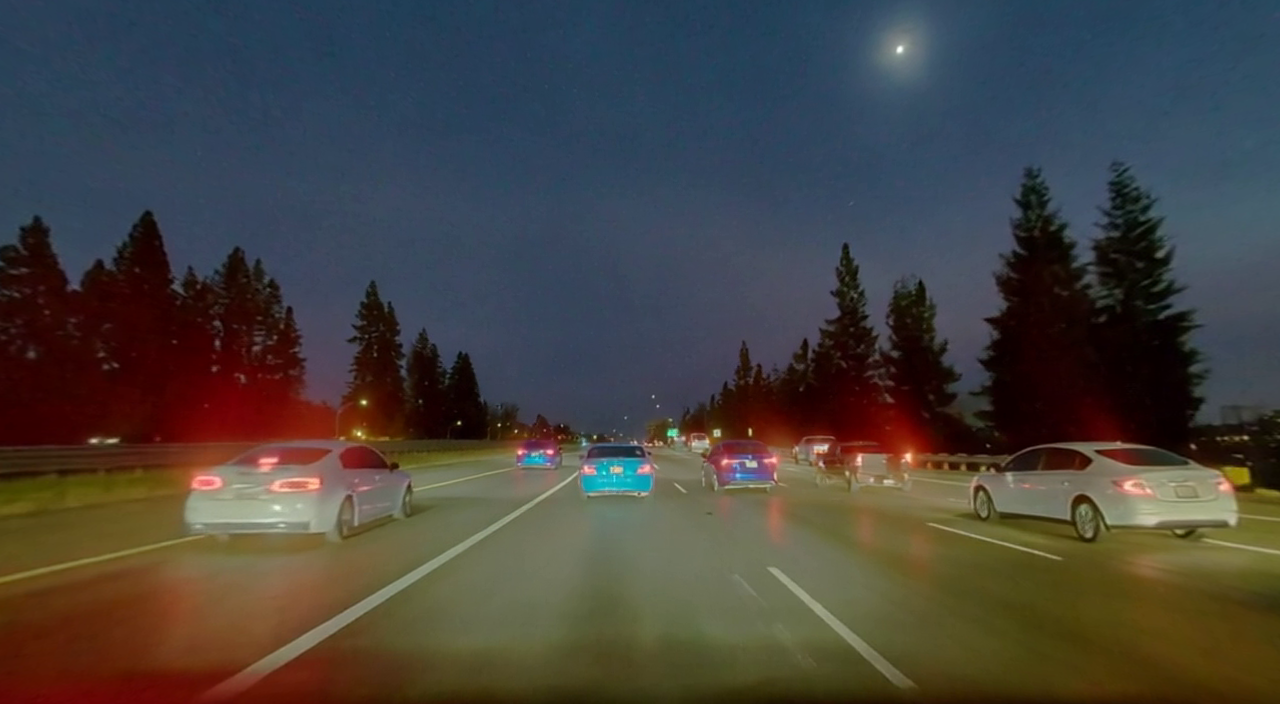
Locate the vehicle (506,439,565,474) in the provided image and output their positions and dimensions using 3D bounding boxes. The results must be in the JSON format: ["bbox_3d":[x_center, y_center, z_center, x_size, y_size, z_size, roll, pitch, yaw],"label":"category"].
[{"bbox_3d":[-4.983,5.088,30.837,2.071,1.537,4.912,0,-9,0],"label":"vehicle"}]

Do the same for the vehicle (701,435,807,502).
[{"bbox_3d":[2.855,3.045,16.820,1.975,1.532,4.227,1,-9,-1],"label":"vehicle"}]

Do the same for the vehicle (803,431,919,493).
[{"bbox_3d":[6.851,3.458,20.132,2.022,1.735,4.400,1,-9,-1],"label":"vehicle"}]

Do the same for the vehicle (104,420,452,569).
[{"bbox_3d":[-4.504,1.851,9.072,1.971,1.505,5.035,0,-9,1],"label":"vehicle"}]

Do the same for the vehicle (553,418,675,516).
[{"bbox_3d":[-0.475,2.362,13.334,2.181,1.728,3.970,0,-9,0],"label":"vehicle"}]

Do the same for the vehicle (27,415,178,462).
[{"bbox_3d":[-22.832,3.738,27.092,2.132,1.811,4.901,0,-9,-1],"label":"vehicle"}]

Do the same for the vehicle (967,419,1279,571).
[{"bbox_3d":[7.196,1.931,9.293,2.106,1.641,4.671,1,-9,-2],"label":"vehicle"}]
